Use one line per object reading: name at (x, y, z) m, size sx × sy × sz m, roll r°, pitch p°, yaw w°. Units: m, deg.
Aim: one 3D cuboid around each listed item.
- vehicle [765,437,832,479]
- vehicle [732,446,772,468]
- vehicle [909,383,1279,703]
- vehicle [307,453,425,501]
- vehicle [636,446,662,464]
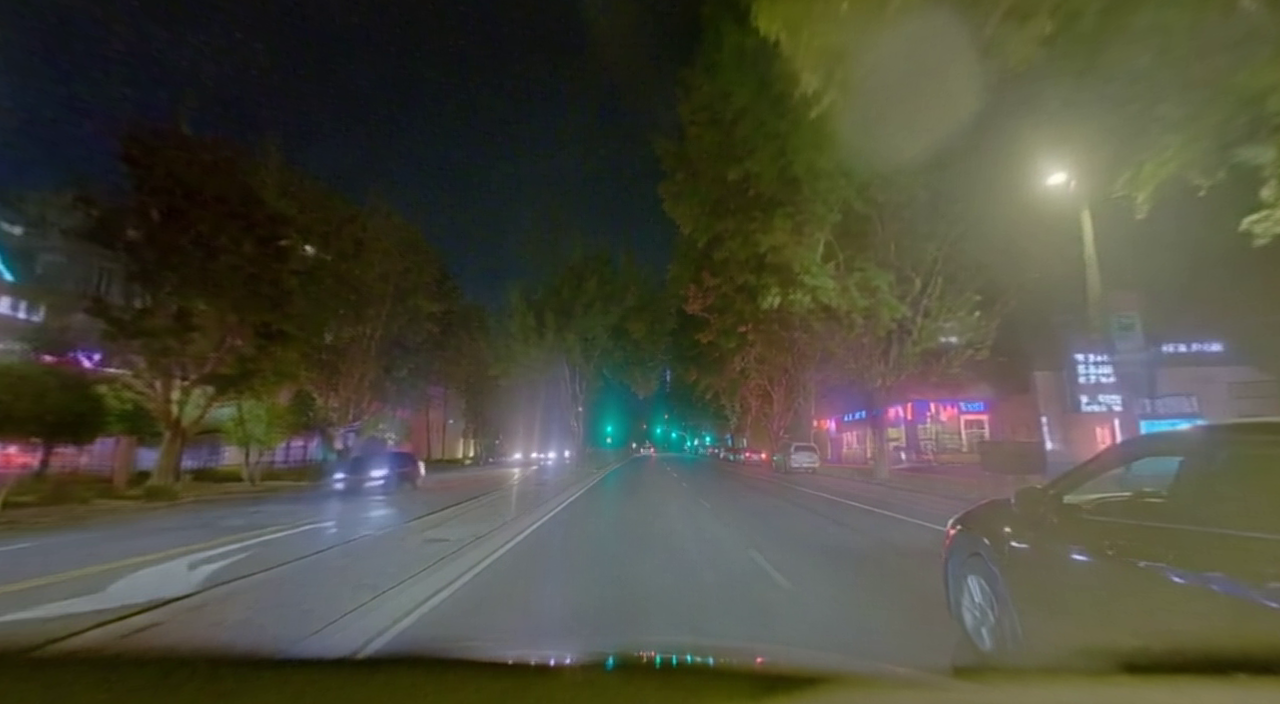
vehicle at (7.544, 5.068, 30.431) m, size 2.050 × 1.838 × 4.535 m, roll 0°, pitch -8°, yaw 0°
vehicle at (7.602, 7.135, 43.090) m, size 1.874 × 1.438 × 4.466 m, roll 0°, pitch -8°, yaw -1°
vehicle at (2.887, 0.914, 2.332) m, size 1.989 × 1.498 × 4.050 m, roll 0°, pitch -8°, yaw 0°
vehicle at (-8.395, 3.838, 19.803) m, size 1.748 × 1.278 × 4.300 m, roll 0°, pitch -8°, yaw 0°
vehicle at (0.660, 7.833, 48.057) m, size 1.945 × 1.343 × 3.827 m, roll 0°, pitch -8°, yaw 0°
